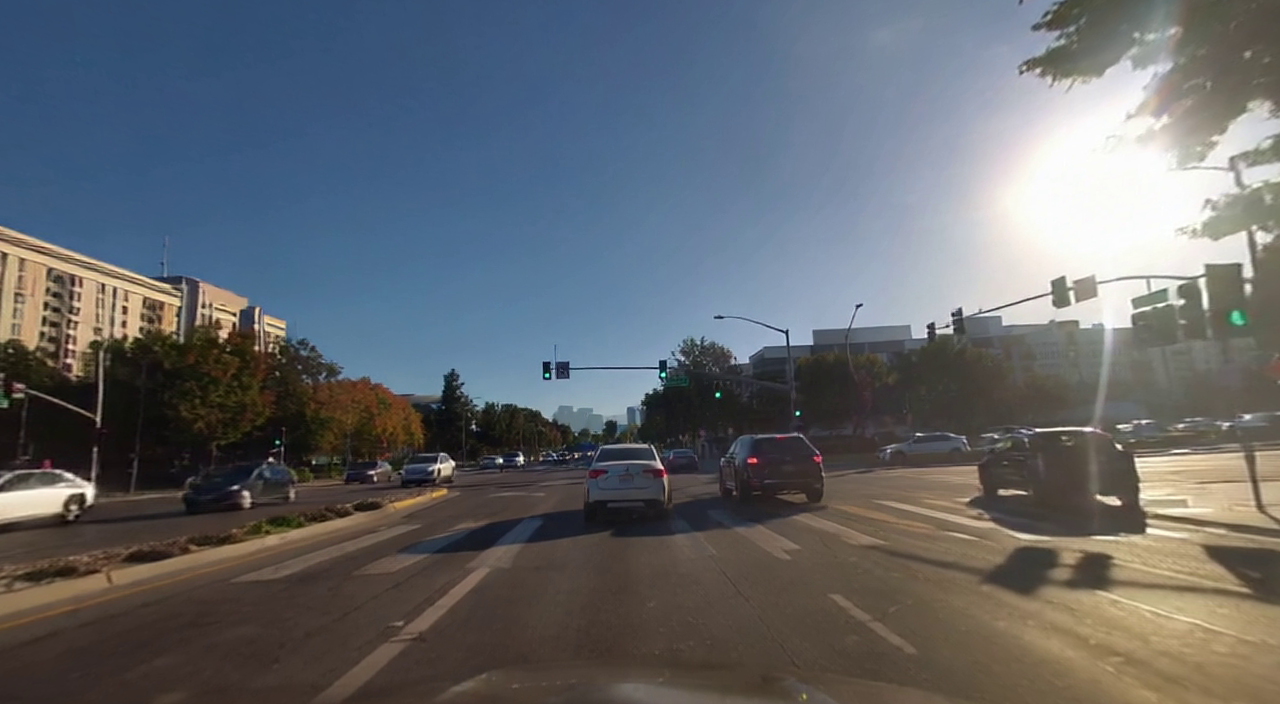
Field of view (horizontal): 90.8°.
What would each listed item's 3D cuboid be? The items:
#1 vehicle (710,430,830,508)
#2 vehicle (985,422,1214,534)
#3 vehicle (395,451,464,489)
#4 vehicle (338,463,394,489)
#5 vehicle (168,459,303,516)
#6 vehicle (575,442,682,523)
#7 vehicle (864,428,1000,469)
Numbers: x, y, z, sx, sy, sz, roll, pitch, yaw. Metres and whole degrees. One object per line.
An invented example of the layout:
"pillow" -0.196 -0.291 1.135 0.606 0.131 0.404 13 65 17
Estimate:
"vehicle" 3.251 3.027 16.861 2.107 1.773 4.557 0 -9 -2
"vehicle" 8.575 2.347 12.390 2.039 1.760 4.319 -2 -9 14
"vehicle" -11.191 6.280 33.974 2.078 1.795 4.636 0 -8 1
"vehicle" -18.259 8.283 42.307 1.840 1.511 4.229 0 -9 0
"vehicle" -14.827 4.946 23.542 1.908 1.797 4.620 0 -9 1
"vehicle" -0.263 2.783 14.056 2.034 1.500 3.966 0 -9 -1
"vehicle" 15.144 5.085 33.238 6.013 2.030 2.461 -2 -9 12
